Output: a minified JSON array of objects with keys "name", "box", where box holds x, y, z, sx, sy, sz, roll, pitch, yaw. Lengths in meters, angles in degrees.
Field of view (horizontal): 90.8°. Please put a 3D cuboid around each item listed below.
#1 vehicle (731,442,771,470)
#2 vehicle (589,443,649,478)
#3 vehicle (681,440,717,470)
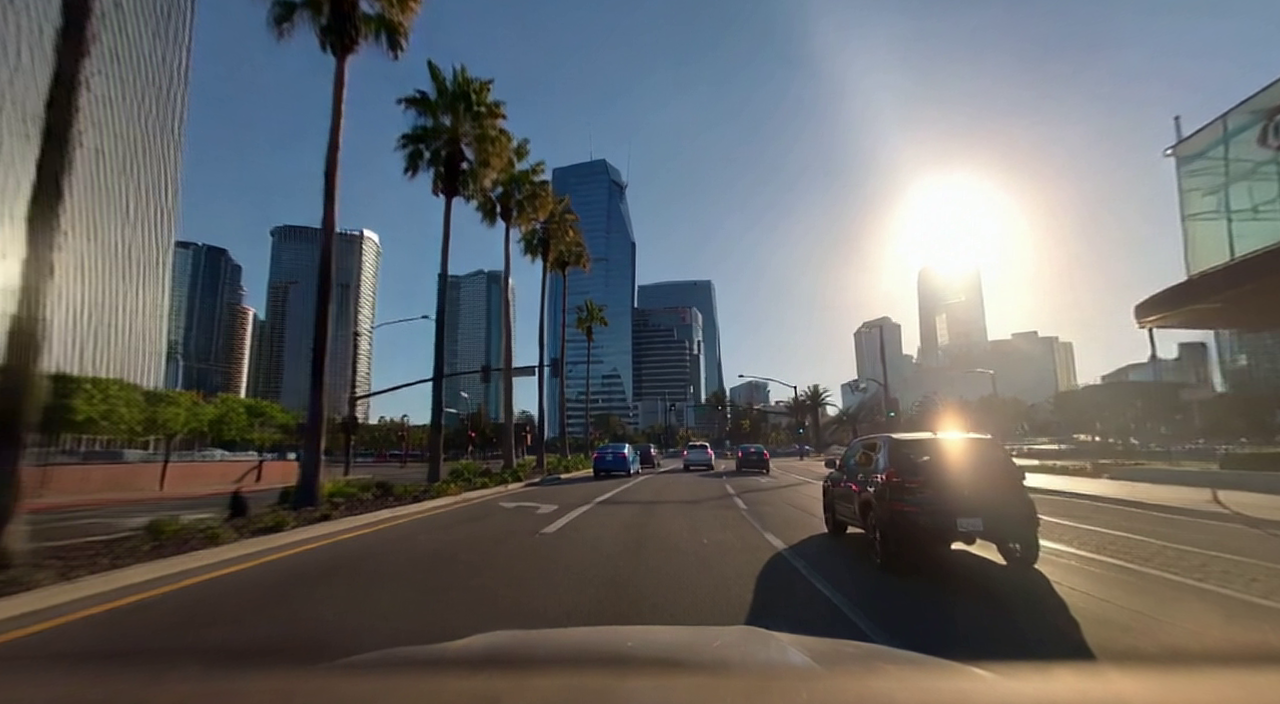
[{"name":"vehicle","box":[6.449,6.079,37.012,1.936,1.567,3.896,-1,-9,4]},{"name":"vehicle","box":[-0.866,4.921,28.962,1.962,1.480,4.605,-1,-9,8]},{"name":"vehicle","box":[3.694,6.316,38.951,2.060,1.730,4.257,-1,-9,7]}]
